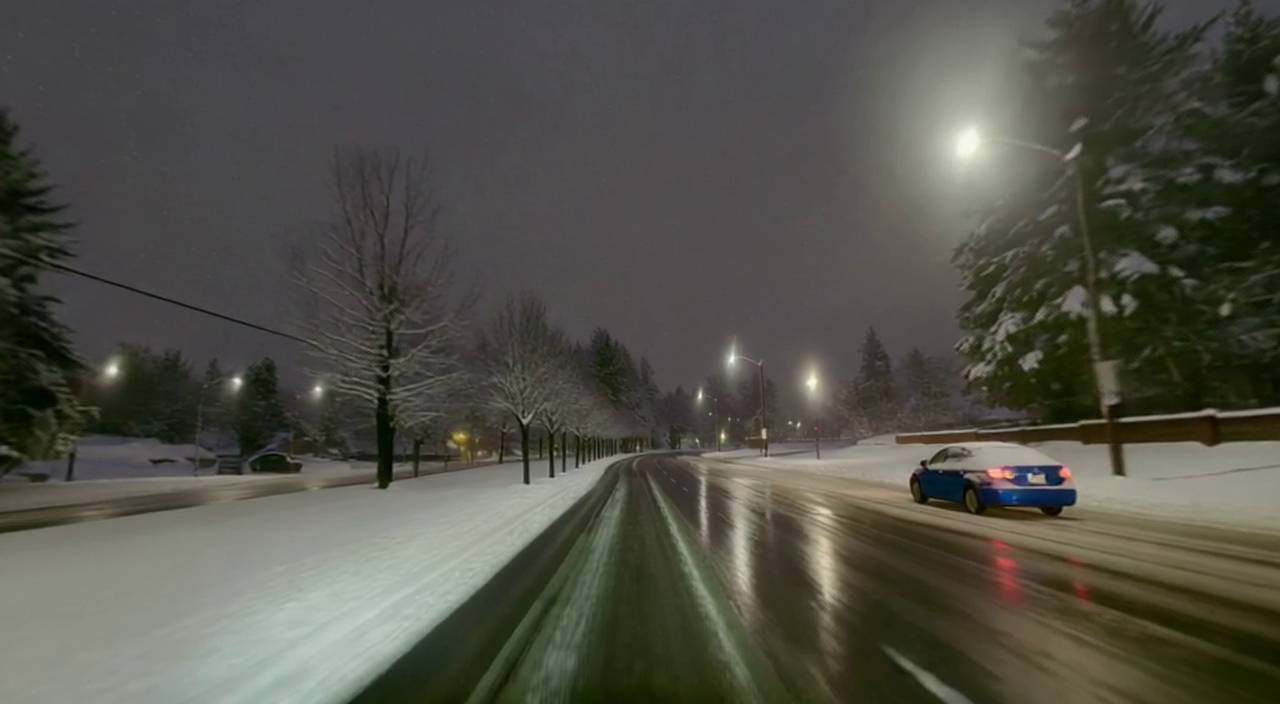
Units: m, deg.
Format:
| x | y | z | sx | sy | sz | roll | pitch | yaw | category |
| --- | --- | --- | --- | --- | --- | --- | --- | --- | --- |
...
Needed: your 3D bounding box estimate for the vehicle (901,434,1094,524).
| x | y | z | sx | sy | sz | roll | pitch | yaw | category |
| --- | --- | --- | --- | --- | --- | --- | --- | --- | --- |
| 6.917 | 2.451 | 12.707 | 1.797 | 1.518 | 3.433 | 0 | -8 | -1 | vehicle |
